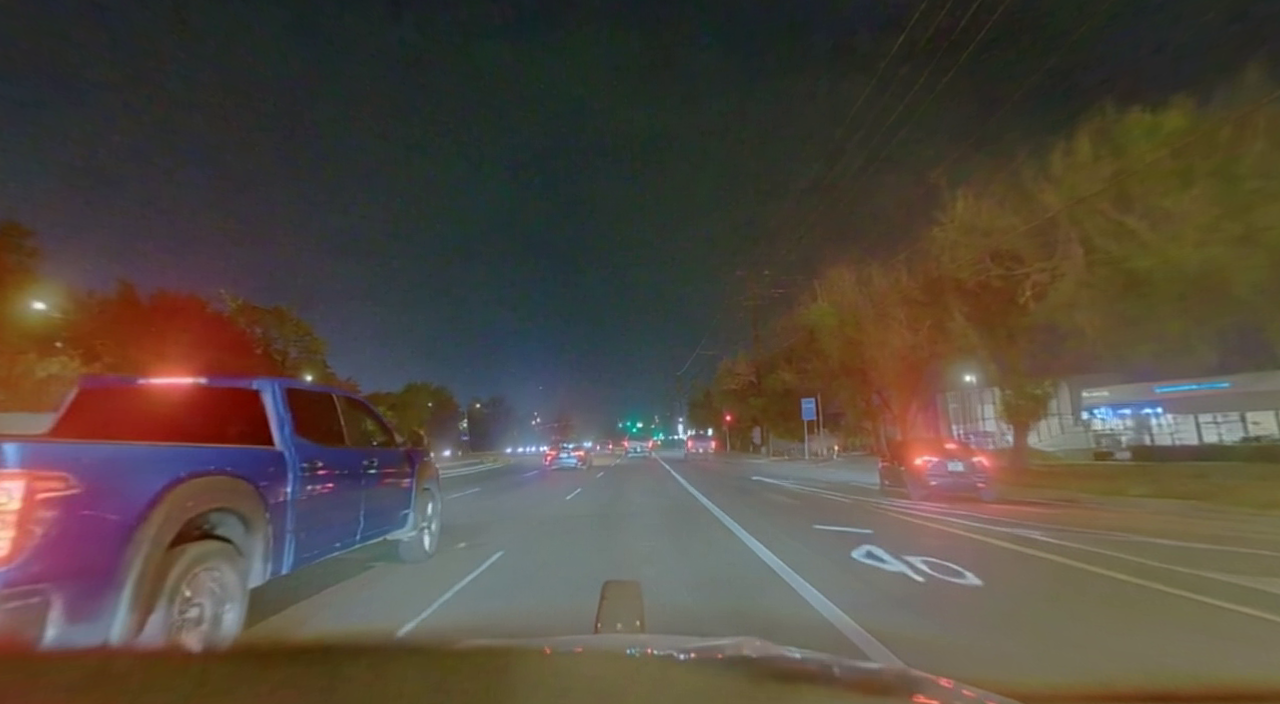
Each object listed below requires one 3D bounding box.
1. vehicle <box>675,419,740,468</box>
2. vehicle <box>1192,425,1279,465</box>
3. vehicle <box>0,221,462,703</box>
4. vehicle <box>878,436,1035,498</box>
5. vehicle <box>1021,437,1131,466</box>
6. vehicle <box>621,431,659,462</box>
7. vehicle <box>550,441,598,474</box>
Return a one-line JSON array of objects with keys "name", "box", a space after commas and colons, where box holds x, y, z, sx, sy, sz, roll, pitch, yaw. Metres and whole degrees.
[{"name": "vehicle", "box": [4.012, 5.695, 39.258, 2.905, 2.636, 6.895, -2, -9, -2]}, {"name": "vehicle", "box": [27.867, 4.138, 28.022, 2.012, 1.701, 4.524, 5, -10, -32]}, {"name": "vehicle", "box": [-3.620, 1.009, 5.371, 2.402, 2.194, 6.051, 0, -8, 0]}, {"name": "vehicle", "box": [9.369, 3.407, 19.192, 2.010, 1.633, 4.246, 1, -9, -11]}, {"name": "vehicle", "box": [23.357, 5.384, 34.101, 1.973, 1.436, 4.626, 2, -9, -15]}, {"name": "vehicle", "box": [0.004, 7.041, 47.084, 2.643, 2.145, 5.585, 0, -8, 0]}, {"name": "vehicle", "box": [-3.169, 5.171, 31.209, 1.939, 1.494, 4.499, 0, -8, 0]}]
